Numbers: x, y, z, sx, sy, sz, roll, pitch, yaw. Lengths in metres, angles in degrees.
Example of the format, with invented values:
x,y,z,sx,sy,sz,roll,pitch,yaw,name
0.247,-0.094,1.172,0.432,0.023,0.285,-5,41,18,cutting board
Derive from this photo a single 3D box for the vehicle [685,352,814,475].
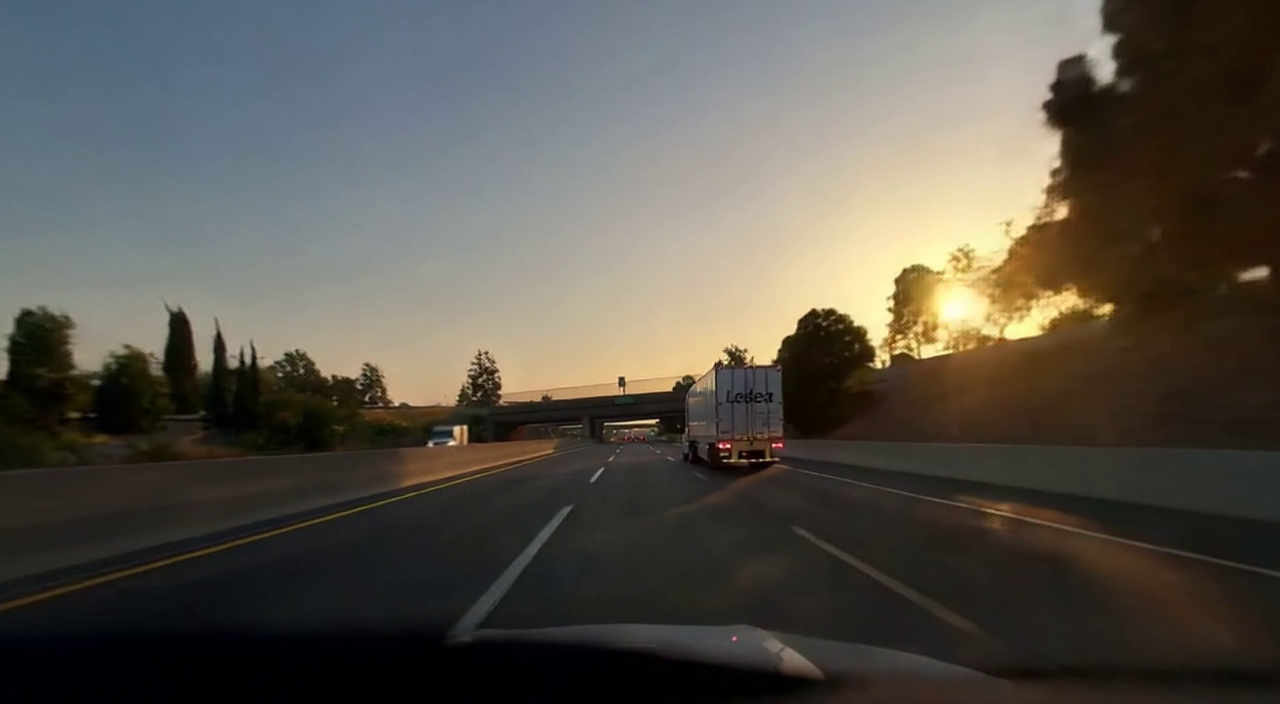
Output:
x,y,z,sx,sy,sz,roll,pitch,yaw,name
4.079,2.960,27.684,2.920,4.029,13.900,0,-8,-1,vehicle
